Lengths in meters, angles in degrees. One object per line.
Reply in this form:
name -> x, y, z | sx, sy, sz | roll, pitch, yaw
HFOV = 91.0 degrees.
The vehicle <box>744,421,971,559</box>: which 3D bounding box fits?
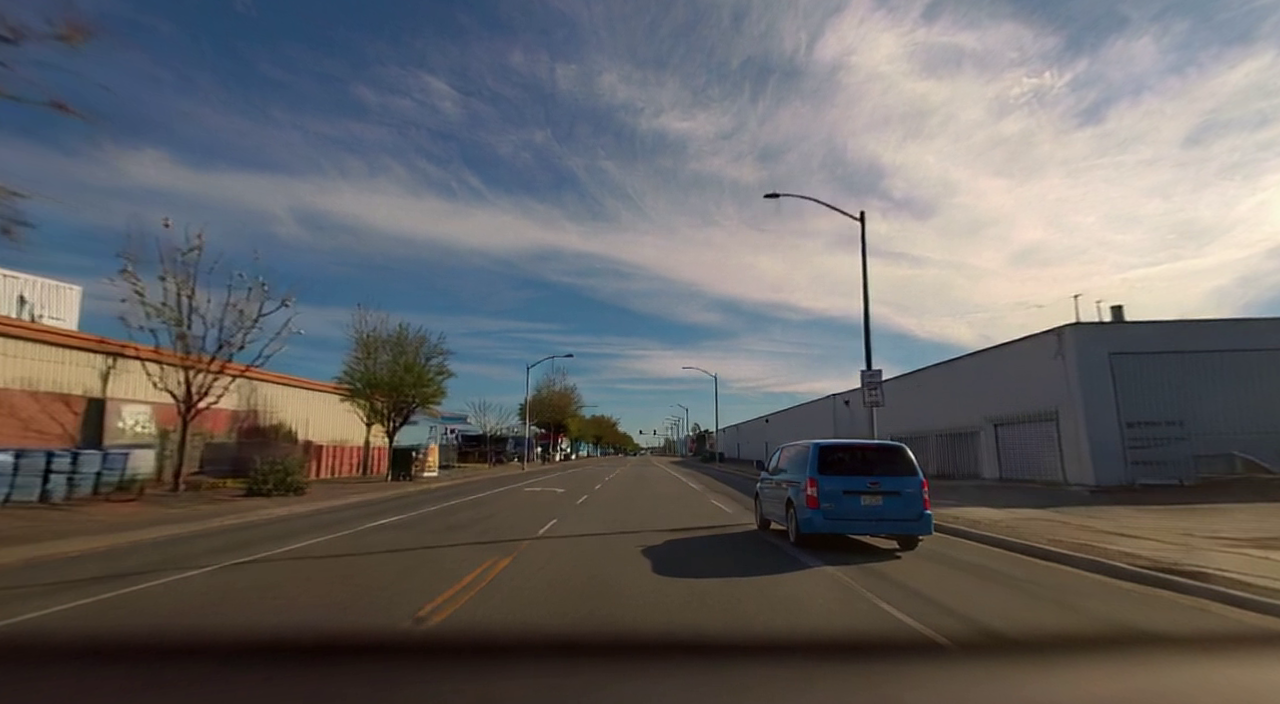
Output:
vehicle -> 3.337, 2.235, 10.966 | 2.202, 1.822, 4.826 | 0, -9, 0
